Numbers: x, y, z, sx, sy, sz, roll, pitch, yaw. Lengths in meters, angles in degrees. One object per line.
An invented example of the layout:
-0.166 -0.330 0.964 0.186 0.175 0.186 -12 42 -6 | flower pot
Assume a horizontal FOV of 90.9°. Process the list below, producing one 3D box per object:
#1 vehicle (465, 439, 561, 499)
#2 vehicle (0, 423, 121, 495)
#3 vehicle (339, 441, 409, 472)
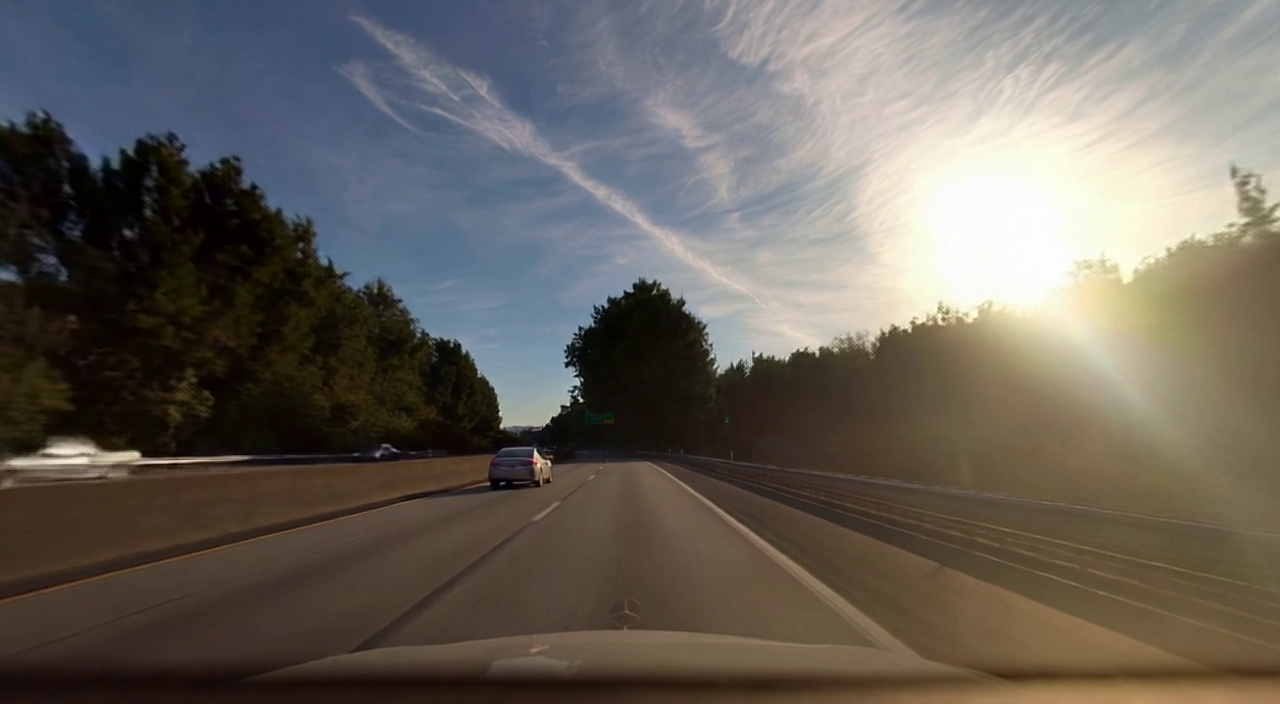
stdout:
-3.567 3.371 18.458 1.990 1.532 3.911 0 -9 0 | vehicle
-15.460 2.545 15.077 2.094 1.604 4.645 0 -9 0 | vehicle
-13.755 5.426 32.839 1.862 1.462 4.426 0 -9 -2 | vehicle
